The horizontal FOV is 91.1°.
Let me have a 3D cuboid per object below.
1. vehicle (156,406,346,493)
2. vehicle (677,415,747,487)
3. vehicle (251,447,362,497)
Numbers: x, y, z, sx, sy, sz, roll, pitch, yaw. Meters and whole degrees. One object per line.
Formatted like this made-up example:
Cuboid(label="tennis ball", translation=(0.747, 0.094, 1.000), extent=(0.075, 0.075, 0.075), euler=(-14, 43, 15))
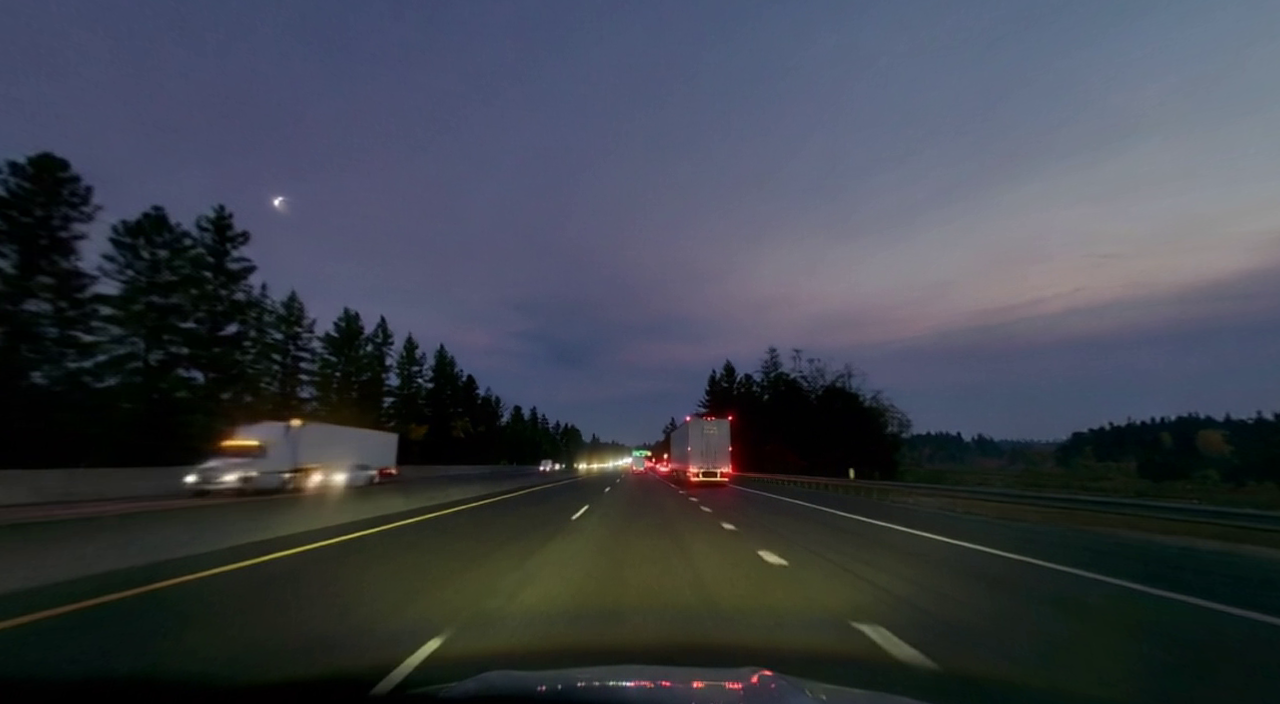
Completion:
Cuboid(label="vehicle", translation=(-19.288, 5.134, 32.431), extent=(2.956, 3.690, 10.391), euler=(0, -10, 1))
Cuboid(label="vehicle", translation=(4.450, 6.814, 42.338), extent=(3.139, 3.999, 13.840), euler=(1, -10, 0))
Cuboid(label="vehicle", translation=(-14.740, 5.344, 28.190), extent=(2.187, 1.978, 4.830), euler=(0, -10, 1))
